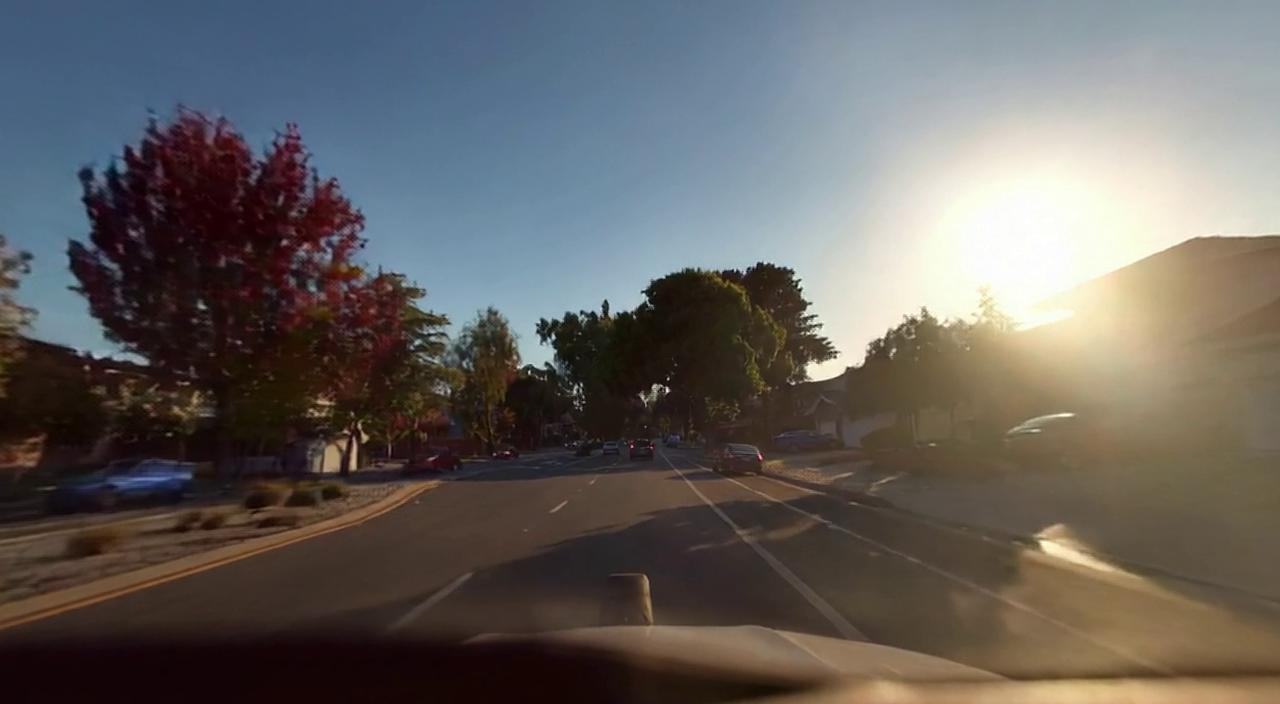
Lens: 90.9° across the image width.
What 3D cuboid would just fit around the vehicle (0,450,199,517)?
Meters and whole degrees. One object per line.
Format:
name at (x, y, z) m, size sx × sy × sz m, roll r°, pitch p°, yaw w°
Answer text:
vehicle at (-14.793, 3.560, 17.618) m, size 1.797 × 1.471 × 4.367 m, roll -4°, pitch -8°, yaw 0°

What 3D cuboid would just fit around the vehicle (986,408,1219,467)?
vehicle at (12.584, 2.389, 17.463) m, size 4.720 × 1.535 × 2.079 m, roll -1°, pitch -9°, yaw 3°

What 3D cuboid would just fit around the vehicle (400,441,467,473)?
vehicle at (-11.045, 5.636, 34.075) m, size 1.992 × 1.518 × 4.592 m, roll -1°, pitch -8°, yaw 1°

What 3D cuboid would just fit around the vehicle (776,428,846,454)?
vehicle at (11.551, 6.055, 42.842) m, size 4.230 × 1.551 × 1.801 m, roll -3°, pitch -9°, yaw 4°

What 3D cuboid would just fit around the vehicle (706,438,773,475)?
vehicle at (4.311, 4.629, 28.124) m, size 2.080 × 1.469 × 4.898 m, roll 0°, pitch -8°, yaw -1°

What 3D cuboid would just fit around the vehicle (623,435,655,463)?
vehicle at (-0.031, 6.318, 41.154) m, size 2.024 × 1.655 × 4.301 m, roll 0°, pitch -8°, yaw 1°
